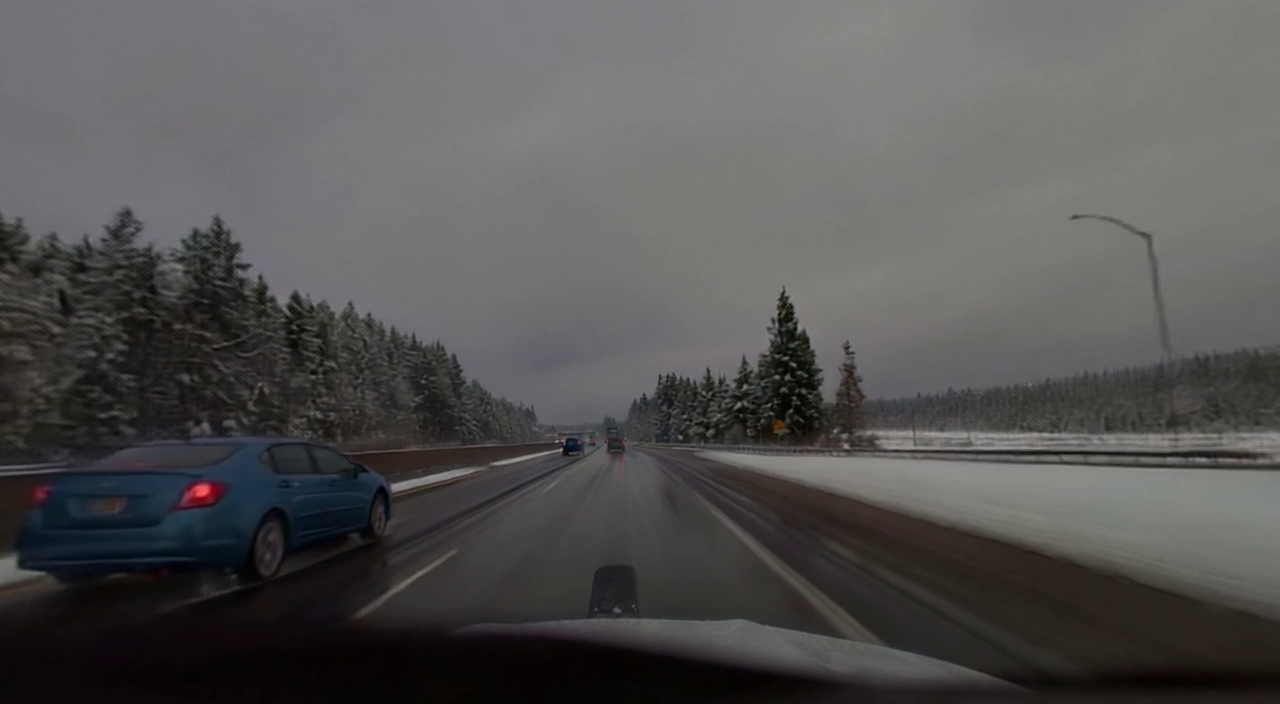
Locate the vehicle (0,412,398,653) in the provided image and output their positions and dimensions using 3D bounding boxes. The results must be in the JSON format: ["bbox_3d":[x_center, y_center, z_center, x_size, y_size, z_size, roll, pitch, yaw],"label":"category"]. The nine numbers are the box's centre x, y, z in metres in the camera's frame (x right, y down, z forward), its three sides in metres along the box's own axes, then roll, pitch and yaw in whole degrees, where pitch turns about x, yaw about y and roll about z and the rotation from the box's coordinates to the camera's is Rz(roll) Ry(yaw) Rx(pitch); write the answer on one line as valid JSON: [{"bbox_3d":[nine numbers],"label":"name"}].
[{"bbox_3d":[-4.092,1.396,6.018,1.958,1.477,4.121,0,-8,-1],"label":"vehicle"}]

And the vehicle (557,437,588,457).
[{"bbox_3d":[-5.016,7.092,47.228,1.907,1.445,4.049,0,-8,-1],"label":"vehicle"}]

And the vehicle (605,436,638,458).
[{"bbox_3d":[-1.278,6.650,44.167,2.162,1.460,4.242,0,-8,-2],"label":"vehicle"}]
